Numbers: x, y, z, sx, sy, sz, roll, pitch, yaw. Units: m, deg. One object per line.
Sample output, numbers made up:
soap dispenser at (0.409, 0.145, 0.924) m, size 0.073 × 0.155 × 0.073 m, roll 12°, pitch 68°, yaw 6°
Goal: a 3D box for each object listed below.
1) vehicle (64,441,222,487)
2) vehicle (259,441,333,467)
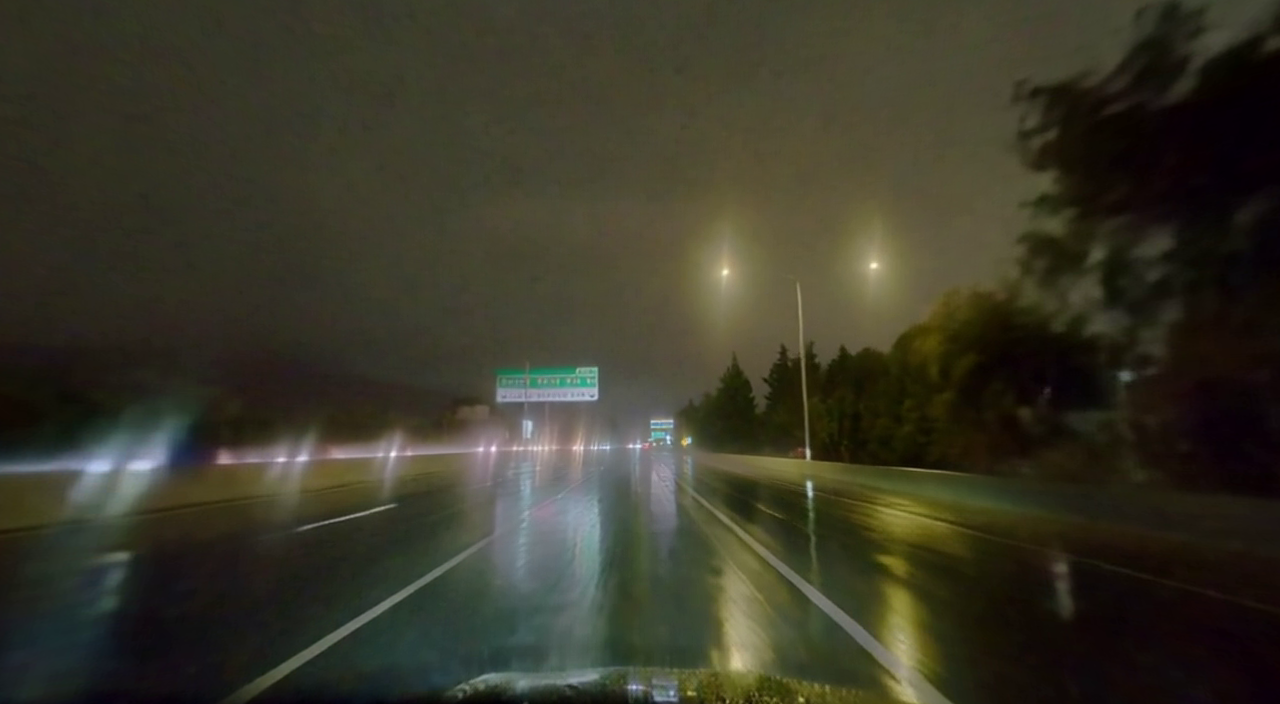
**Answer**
vehicle at (-17.997, 4.036, 23.228) m, size 1.934 × 1.490 × 4.775 m, roll 0°, pitch -8°, yaw 0°
vehicle at (-21.148, 6.275, 39.108) m, size 1.919 × 1.499 × 4.719 m, roll 0°, pitch -8°, yaw 0°
